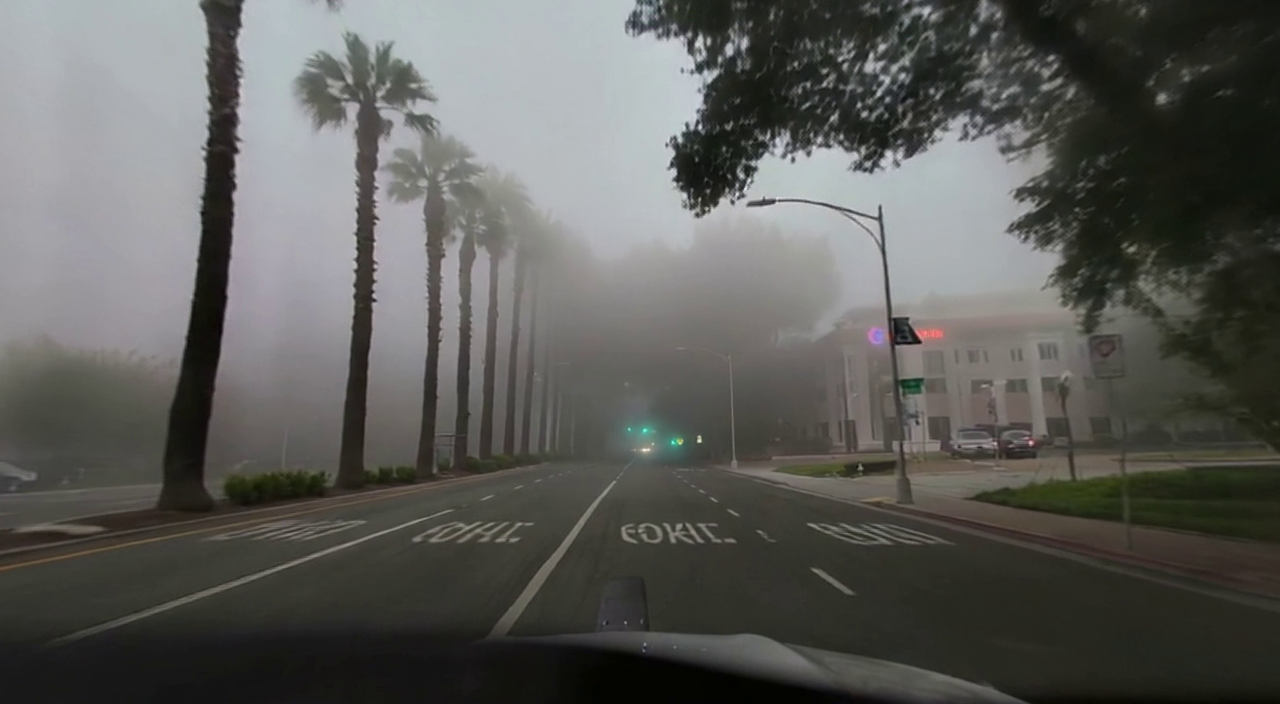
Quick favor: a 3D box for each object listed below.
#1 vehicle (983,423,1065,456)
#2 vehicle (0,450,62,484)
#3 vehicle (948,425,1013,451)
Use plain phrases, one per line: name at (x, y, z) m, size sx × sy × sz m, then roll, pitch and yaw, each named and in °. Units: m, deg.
vehicle at (23.133, 5.322, 38.226) m, size 2.222 × 1.818 × 5.099 m, roll -1°, pitch -9°, yaw 7°
vehicle at (-35.685, 6.398, 35.146) m, size 2.020 × 1.768 × 5.003 m, roll -1°, pitch -8°, yaw 2°
vehicle at (24.865, 6.340, 46.226) m, size 2.095 × 1.692 × 5.051 m, roll -2°, pitch -10°, yaw 3°
